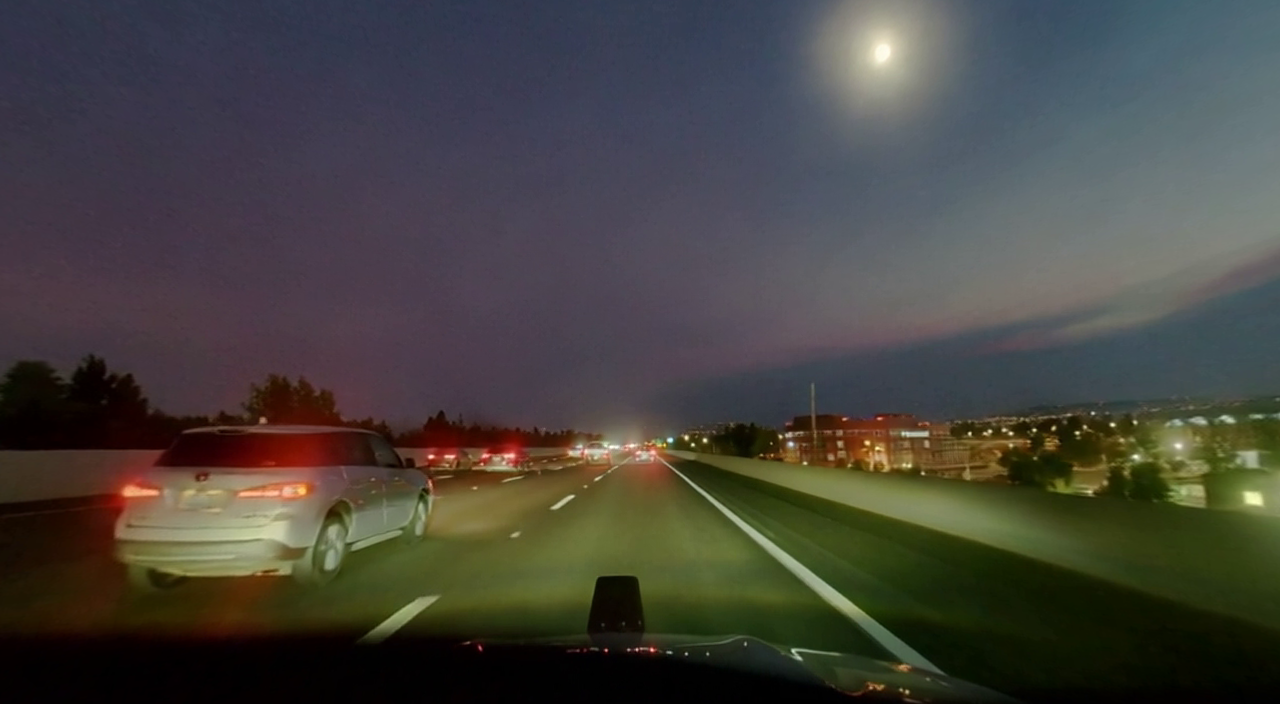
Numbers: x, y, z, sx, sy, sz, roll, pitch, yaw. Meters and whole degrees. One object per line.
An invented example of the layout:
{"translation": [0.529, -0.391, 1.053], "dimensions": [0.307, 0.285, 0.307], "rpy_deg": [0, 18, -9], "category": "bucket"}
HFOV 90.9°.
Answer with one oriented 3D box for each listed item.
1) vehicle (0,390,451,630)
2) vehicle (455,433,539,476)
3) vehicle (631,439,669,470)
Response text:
{"translation": [-3.997, 1.495, 7.058], "dimensions": [2.136, 1.718, 4.873], "rpy_deg": [0, -8, 1], "category": "vehicle"}
{"translation": [-6.856, 4.993, 31.052], "dimensions": [2.521, 1.901, 5.988], "rpy_deg": [0, -8, 2], "category": "vehicle"}
{"translation": [0.563, 6.176, 38.280], "dimensions": [2.135, 1.697, 4.757], "rpy_deg": [0, -8, 0], "category": "vehicle"}
